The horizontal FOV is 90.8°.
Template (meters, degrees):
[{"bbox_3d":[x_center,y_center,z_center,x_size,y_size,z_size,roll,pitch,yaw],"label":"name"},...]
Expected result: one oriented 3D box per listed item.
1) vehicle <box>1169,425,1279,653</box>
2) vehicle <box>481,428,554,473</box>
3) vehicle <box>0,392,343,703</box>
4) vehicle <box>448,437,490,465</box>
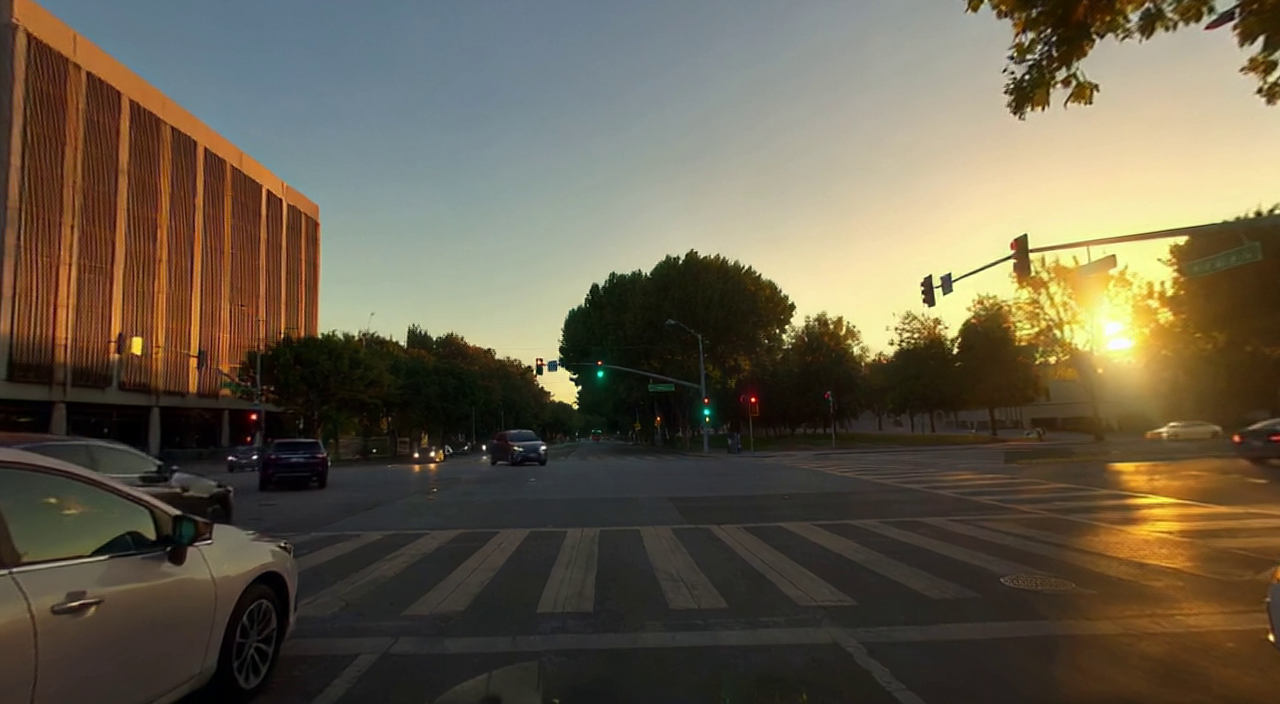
[{"bbox_3d":[4.949,0.983,2.563,1.949,1.449,4.530,-1,-8,5],"label":"vehicle"},{"bbox_3d":[-5.759,4.514,29.225,2.109,1.871,4.778,4,-9,-25],"label":"vehicle"},{"bbox_3d":[-3.070,0.892,2.149,1.919,1.478,4.720,0,-8,-1],"label":"vehicle"},{"bbox_3d":[-12.792,7.420,47.536,2.051,1.715,4.346,-3,-6,-2],"label":"vehicle"}]
